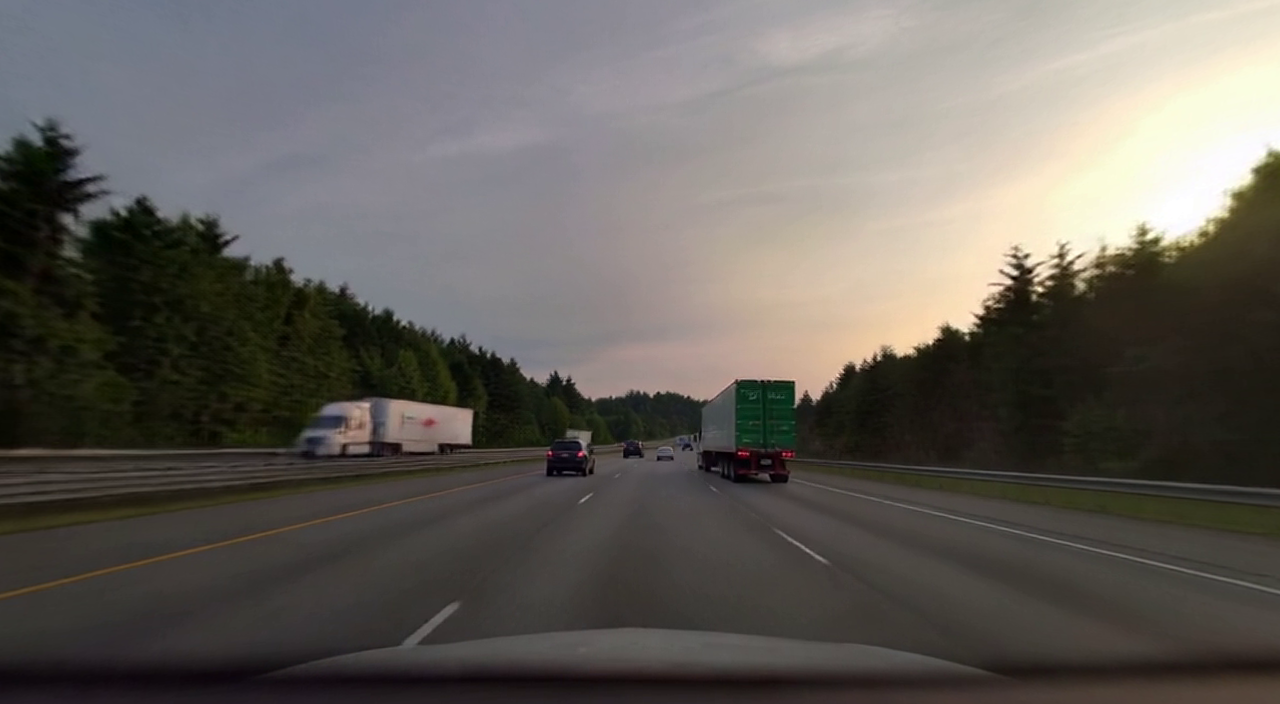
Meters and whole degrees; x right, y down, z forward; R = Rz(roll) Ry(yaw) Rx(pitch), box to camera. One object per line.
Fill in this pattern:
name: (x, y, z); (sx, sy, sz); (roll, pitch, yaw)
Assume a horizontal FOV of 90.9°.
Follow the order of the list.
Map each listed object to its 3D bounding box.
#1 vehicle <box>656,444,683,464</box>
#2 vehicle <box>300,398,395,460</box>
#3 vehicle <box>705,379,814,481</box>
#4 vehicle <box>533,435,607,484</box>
vehicle: (2.334, 7.947, 49.194); (1.990, 1.537, 3.725); (-1, -9, 3)
vehicle: (-19.501, 5.276, 42.455); (3.086, 3.842, 5.980); (-1, -9, 4)
vehicle: (5.418, 4.113, 31.807); (3.057, 3.993, 13.914); (0, -9, 1)
vehicle: (-2.621, 4.158, 24.644); (2.205, 1.728, 4.397); (0, -9, 2)
